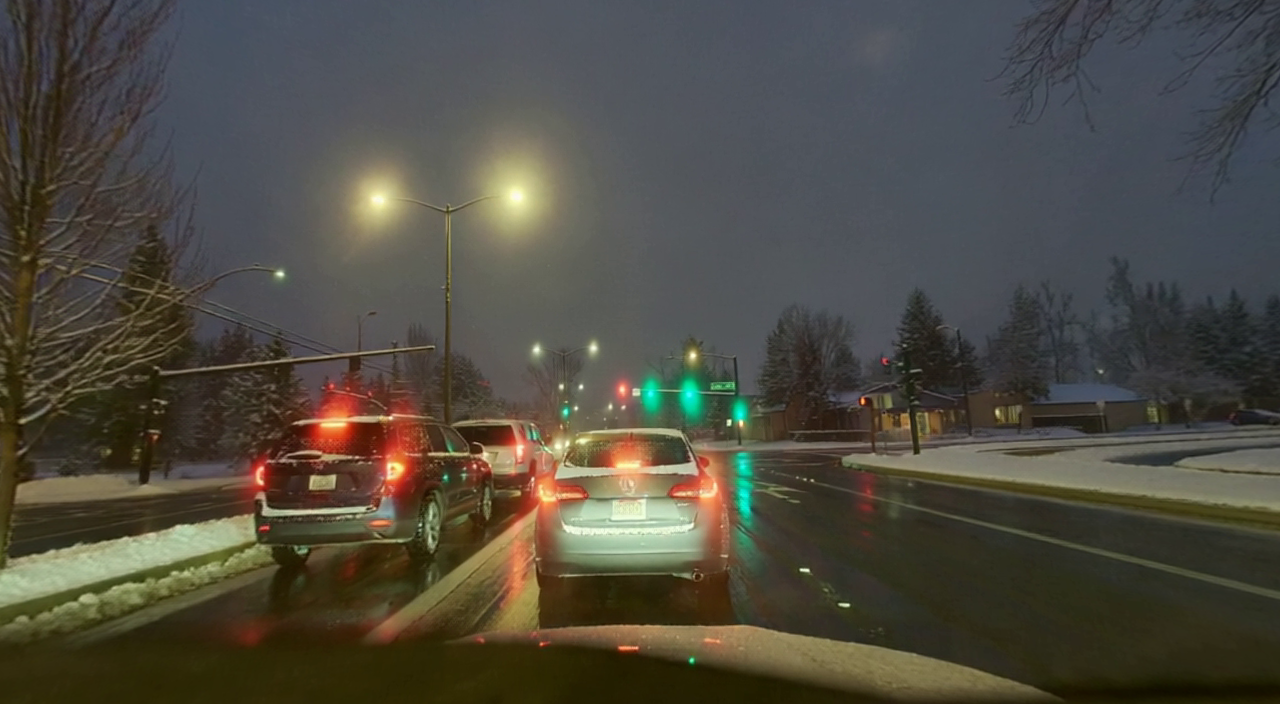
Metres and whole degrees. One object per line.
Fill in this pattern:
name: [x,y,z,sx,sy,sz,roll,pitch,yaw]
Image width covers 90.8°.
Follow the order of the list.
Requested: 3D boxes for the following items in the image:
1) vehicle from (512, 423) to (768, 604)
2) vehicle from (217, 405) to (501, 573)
vehicle: [-0.056,1.637,7.305,2.126,1.475,3.967,0,-8,-2]
vehicle: [-3.426,1.755,8.826,2.046,1.751,4.208,0,-8,-1]
